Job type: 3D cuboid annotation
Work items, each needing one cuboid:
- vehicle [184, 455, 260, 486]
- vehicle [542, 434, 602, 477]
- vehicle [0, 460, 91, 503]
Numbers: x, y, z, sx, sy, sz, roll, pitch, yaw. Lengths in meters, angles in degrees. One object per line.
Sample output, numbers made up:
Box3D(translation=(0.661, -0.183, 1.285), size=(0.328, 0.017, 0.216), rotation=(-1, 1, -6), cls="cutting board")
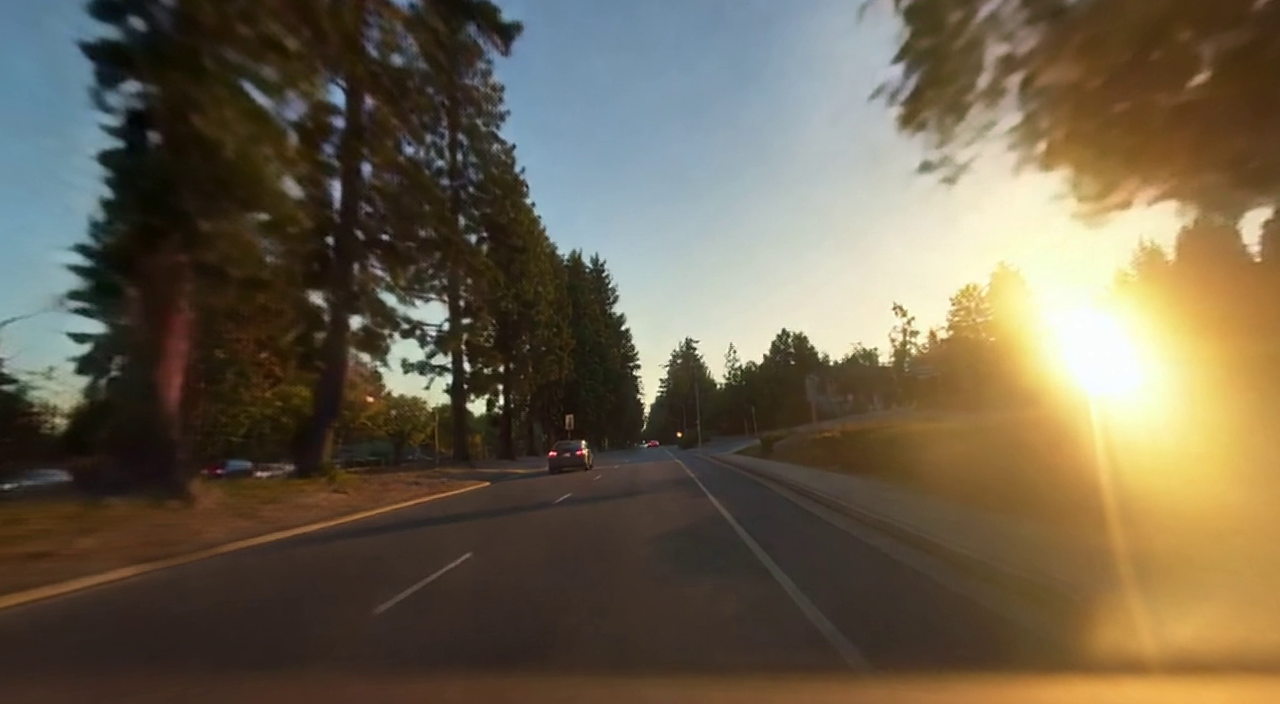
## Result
Box3D(translation=(-29.090, 8.219, 44.083), size=(1.968, 1.821, 4.810), rotation=(-3, -8, 1), cls="vehicle")
Box3D(translation=(-2.859, 4.488, 27.529), size=(2.016, 1.694, 4.335), rotation=(0, -8, 2), cls="vehicle")
Box3D(translation=(-29.685, 6.179, 30.274), size=(1.992, 1.792, 4.929), rotation=(0, -8, 2), cls="vehicle")
